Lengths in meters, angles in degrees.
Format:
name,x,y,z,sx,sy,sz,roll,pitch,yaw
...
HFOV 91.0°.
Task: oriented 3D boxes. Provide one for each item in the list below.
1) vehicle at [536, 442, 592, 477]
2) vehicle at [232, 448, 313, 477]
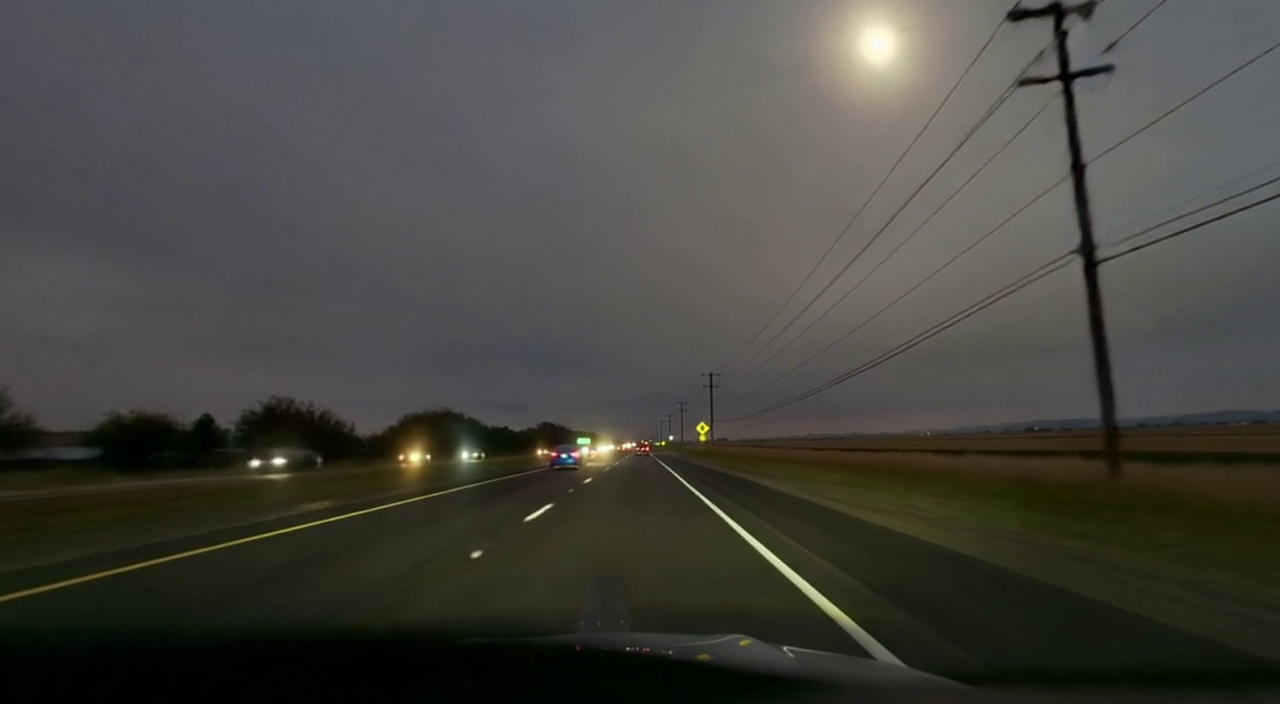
name,x,y,z,sx,sy,sz,roll,pitch,yaw
vehicle,-3.656,5.283,31.180,2.120,1.597,4.810,0,-9,1
vehicle,-21.129,6.352,36.481,1.890,1.556,4.589,0,-9,0
